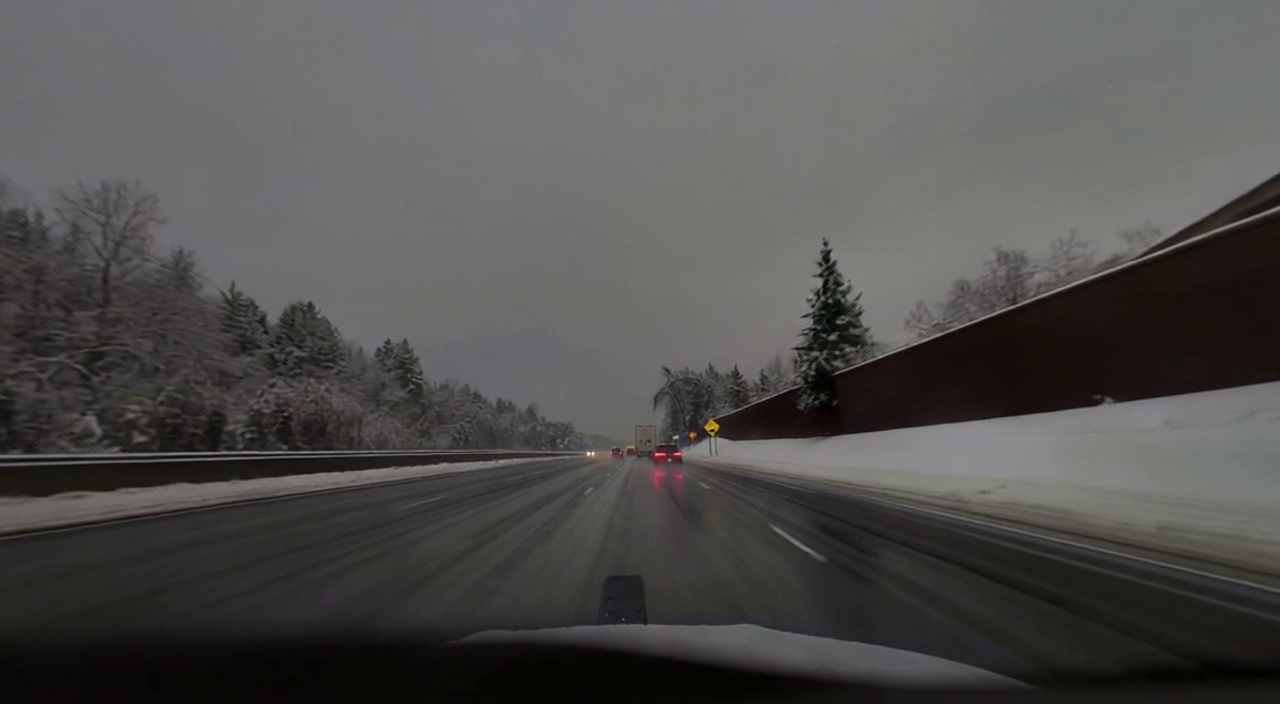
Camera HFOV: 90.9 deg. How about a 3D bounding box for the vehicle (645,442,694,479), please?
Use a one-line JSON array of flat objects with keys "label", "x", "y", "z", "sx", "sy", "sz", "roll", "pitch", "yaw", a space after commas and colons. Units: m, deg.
[{"label": "vehicle", "x": 1.282, "y": 4.952, "z": 28.959, "sx": 1.973, "sy": 1.536, "sz": 4.337, "roll": 0, "pitch": -9, "yaw": -1}]
